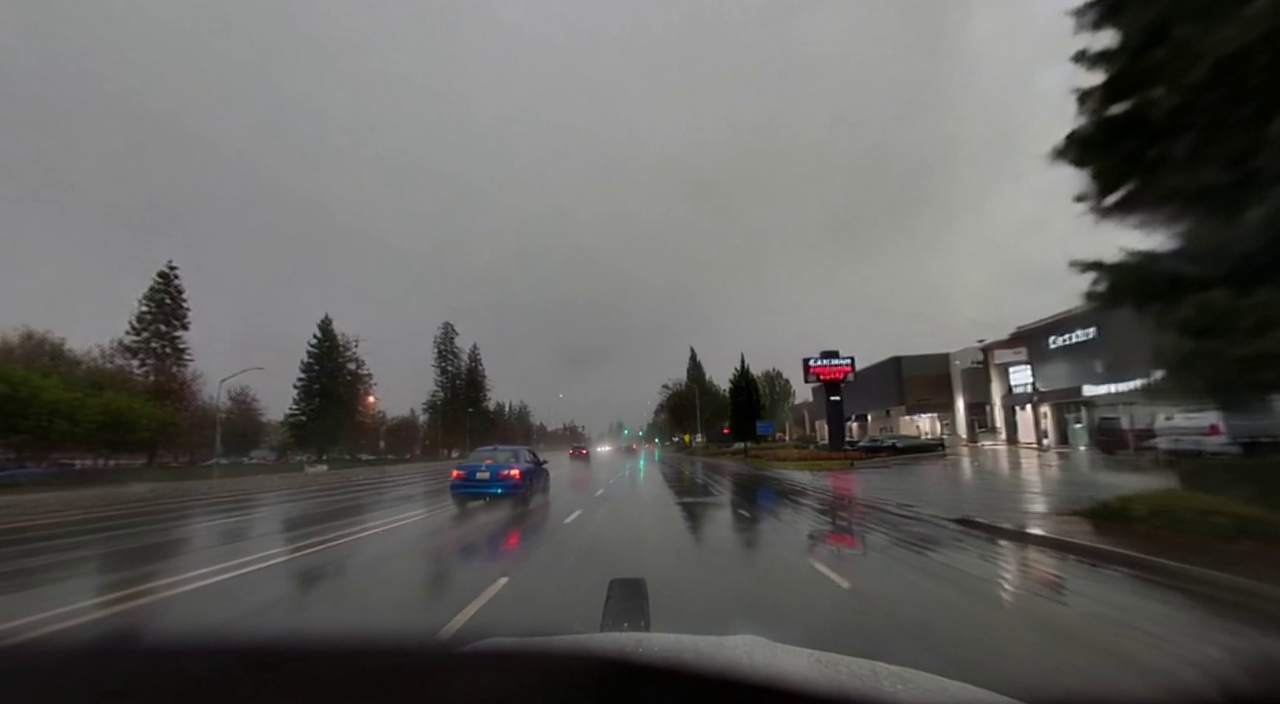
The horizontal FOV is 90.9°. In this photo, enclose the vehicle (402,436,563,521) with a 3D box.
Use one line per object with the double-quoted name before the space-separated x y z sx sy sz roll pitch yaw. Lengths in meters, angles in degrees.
"vehicle" -3.043 2.551 13.295 2.152 1.479 4.394 0 -9 2
